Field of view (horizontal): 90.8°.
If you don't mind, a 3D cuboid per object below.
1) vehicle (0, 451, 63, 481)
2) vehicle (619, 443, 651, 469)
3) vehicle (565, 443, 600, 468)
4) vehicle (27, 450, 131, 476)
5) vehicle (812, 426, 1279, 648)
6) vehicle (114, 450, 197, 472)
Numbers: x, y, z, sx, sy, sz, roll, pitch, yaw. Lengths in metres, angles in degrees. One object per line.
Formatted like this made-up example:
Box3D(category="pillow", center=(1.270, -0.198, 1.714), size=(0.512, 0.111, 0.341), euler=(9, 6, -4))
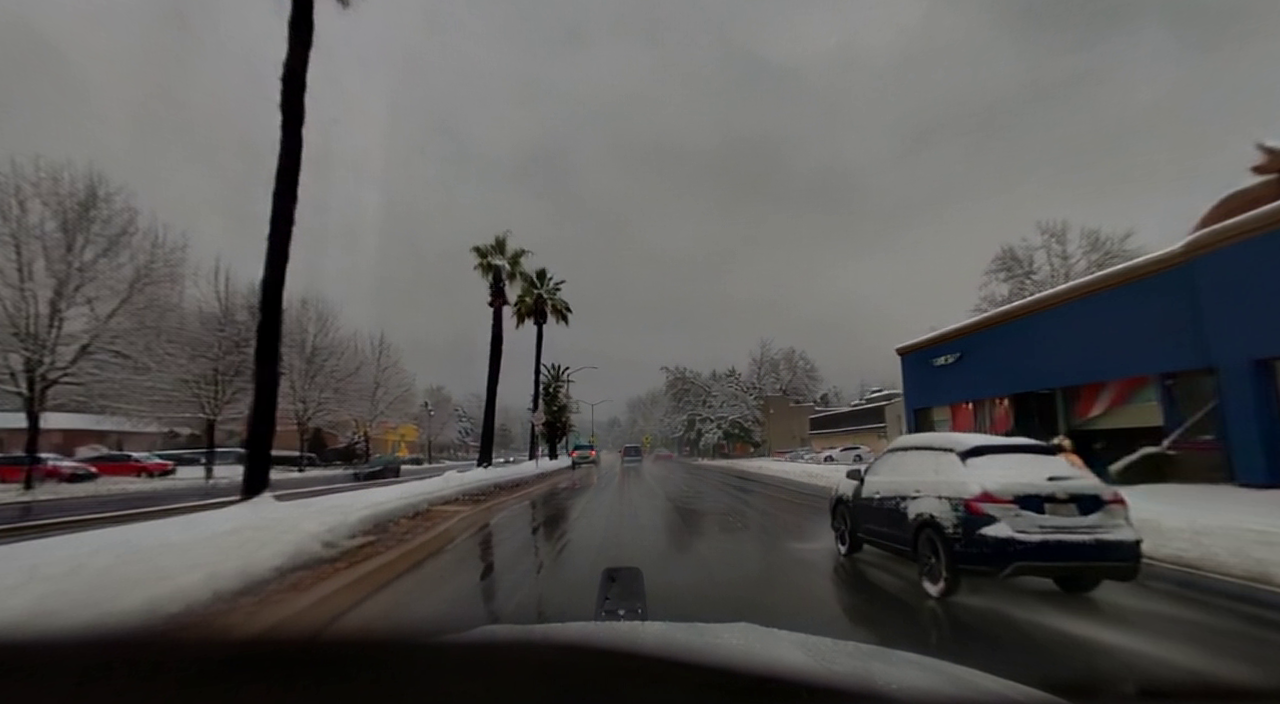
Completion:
Box3D(category="vehicle", center=(-34.709, 6.200, 34.533), size=(4.277, 1.537, 1.942), euler=(0, -9, -3))
Box3D(category="vehicle", center=(-0.395, 7.130, 43.426), size=(2.102, 1.653, 3.698), euler=(0, -9, -1))
Box3D(category="vehicle", center=(-4.082, 7.460, 45.710), size=(2.071, 1.744, 4.500), euler=(0, -9, 0))
Box3D(category="vehicle", center=(-35.098, 6.966, 39.641), size=(4.515, 1.552, 2.036), euler=(0, -9, -1))
Box3D(category="vehicle", center=(3.567, 1.618, 6.713), size=(2.090, 1.503, 4.566), euler=(0, -9, -1))
Box3D(category="vehicle", center=(-35.679, 8.030, 46.619), size=(4.294, 1.515, 2.111), euler=(1, -9, -4))
